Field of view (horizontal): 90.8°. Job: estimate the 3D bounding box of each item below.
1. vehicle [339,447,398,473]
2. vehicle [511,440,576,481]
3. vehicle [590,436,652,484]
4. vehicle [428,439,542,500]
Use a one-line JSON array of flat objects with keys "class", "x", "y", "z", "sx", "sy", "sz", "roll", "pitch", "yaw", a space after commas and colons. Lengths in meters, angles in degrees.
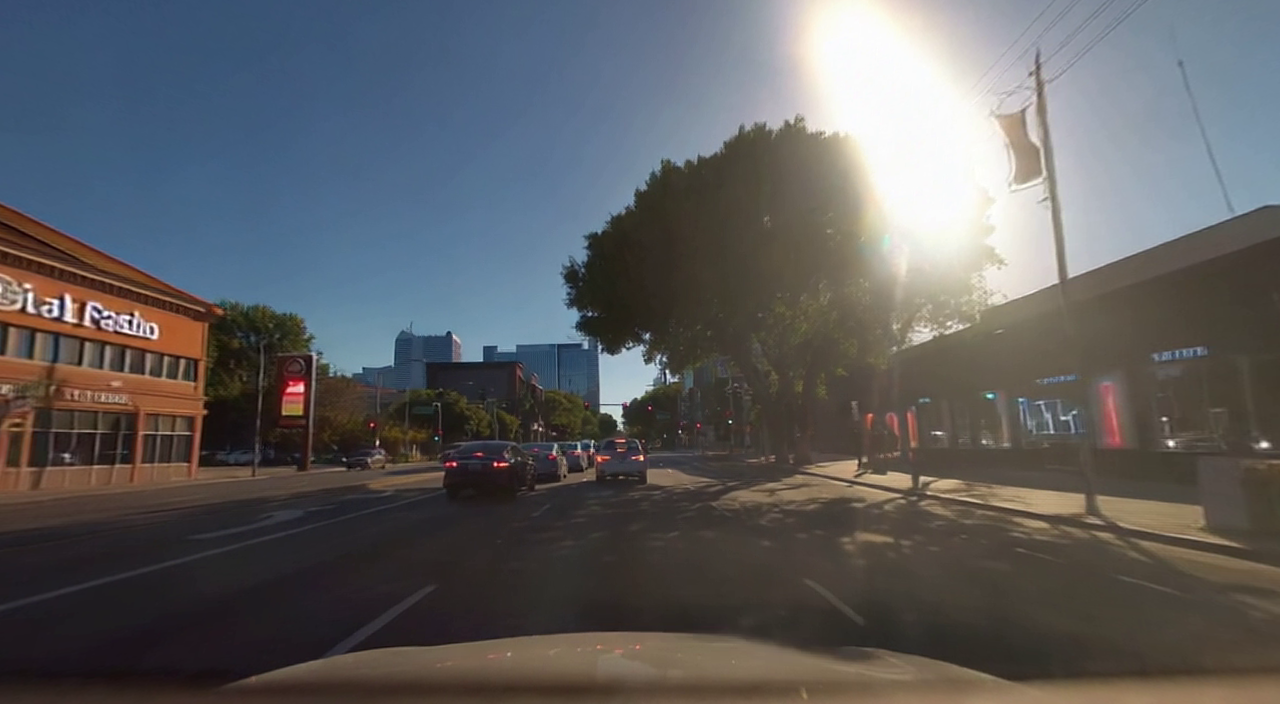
[{"class": "vehicle", "x": -19.563, "y": 7.758, "z": 45.779, "sx": 2.054, "sy": 1.724, "sz": 4.829, "roll": 0, "pitch": -8, "yaw": 0}, {"class": "vehicle", "x": -3.705, "y": 4.242, "z": 25.006, "sx": 1.950, "sy": 1.487, "sz": 4.130, "roll": 0, "pitch": -8, "yaw": 0}, {"class": "vehicle", "x": -0.630, "y": 3.834, "z": 22.638, "sx": 2.042, "sy": 1.555, "sz": 3.912, "roll": 0, "pitch": -8, "yaw": 0}, {"class": "vehicle", "x": -4.152, "y": 3.212, "z": 17.735, "sx": 2.020, "sy": 1.457, "sz": 4.496, "roll": 0, "pitch": -8, "yaw": 0}]
